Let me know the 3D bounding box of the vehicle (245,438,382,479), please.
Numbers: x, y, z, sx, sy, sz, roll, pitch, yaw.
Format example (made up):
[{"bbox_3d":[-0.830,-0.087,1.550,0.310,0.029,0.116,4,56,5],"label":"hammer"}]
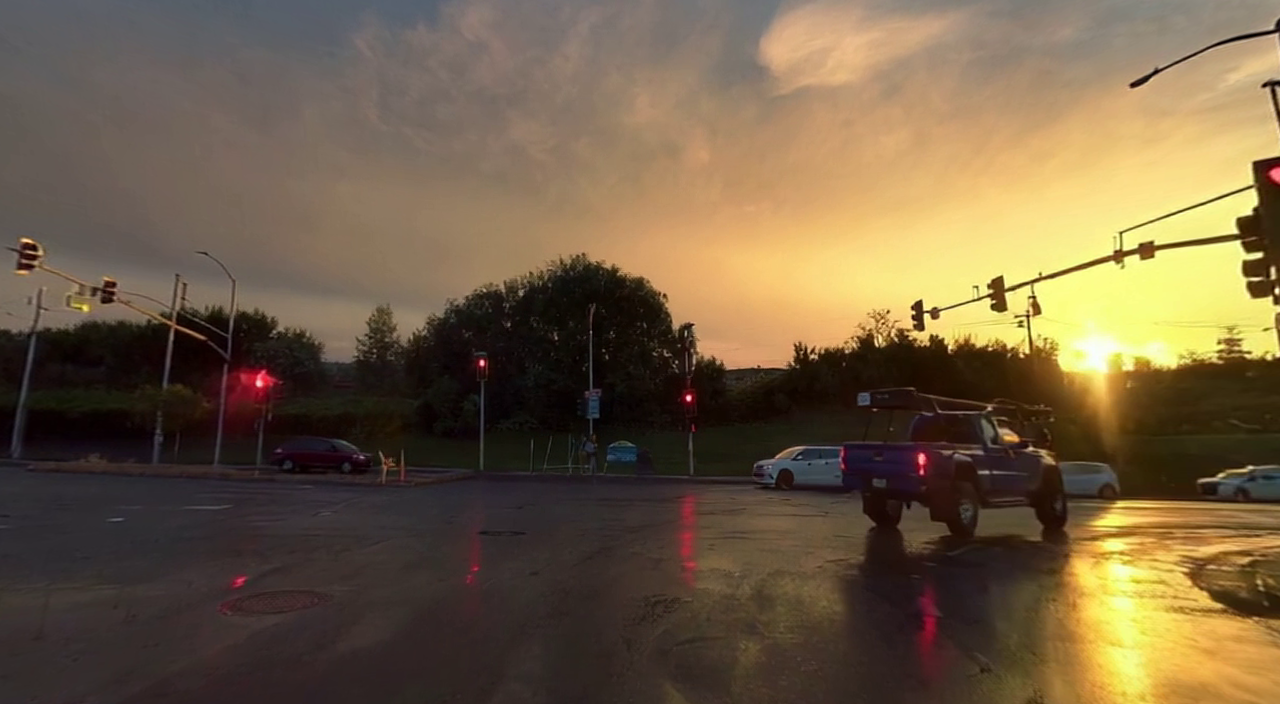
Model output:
[{"bbox_3d":[-13.554,4.424,26.474,1.964,1.525,4.750,-4,-10,28],"label":"vehicle"}]

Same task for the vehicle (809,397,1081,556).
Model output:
[{"bbox_3d":[6.359,2.357,12.755,5.978,2.400,2.851,8,-12,-43],"label":"vehicle"}]
